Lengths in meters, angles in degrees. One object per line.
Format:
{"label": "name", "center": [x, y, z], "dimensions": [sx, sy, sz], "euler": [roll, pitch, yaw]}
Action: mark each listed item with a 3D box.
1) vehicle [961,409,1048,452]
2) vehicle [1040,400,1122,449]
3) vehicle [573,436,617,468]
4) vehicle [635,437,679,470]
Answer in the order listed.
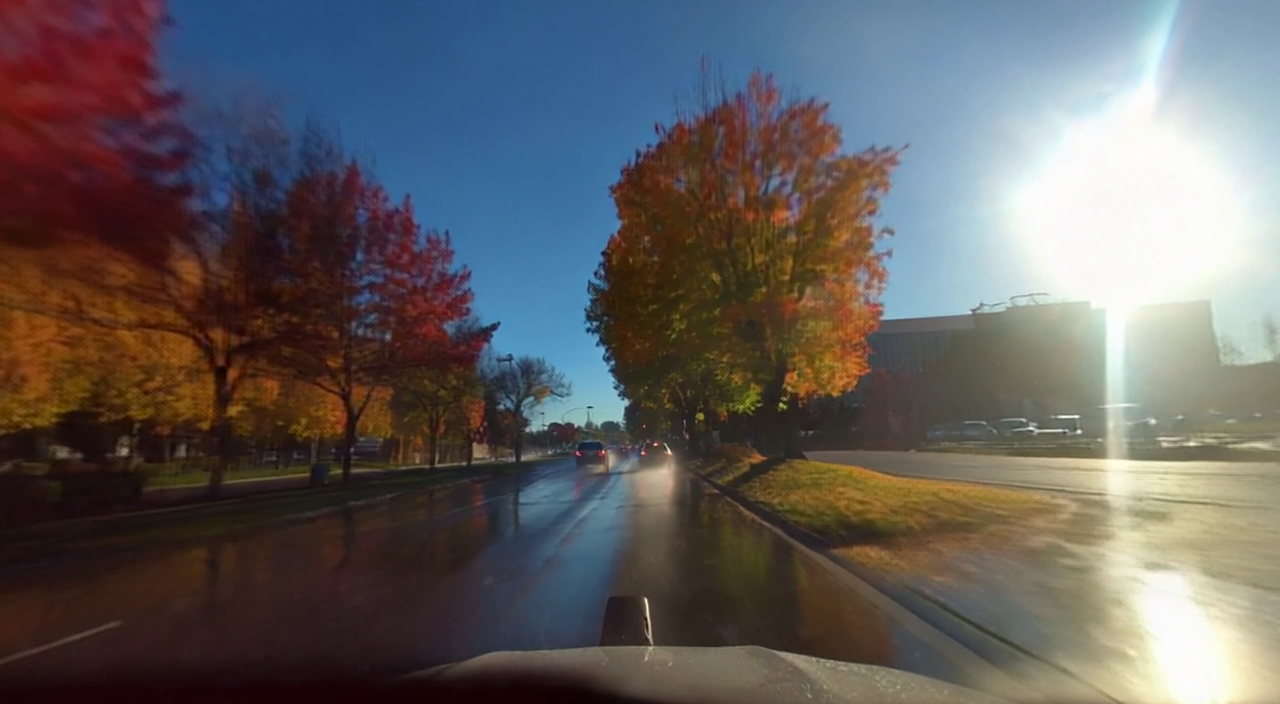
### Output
{"label": "vehicle", "center": [23.343, 5.089, 40.502], "dimensions": [4.440, 2.545, 2.105], "euler": [-6, -10, 24]}
{"label": "vehicle", "center": [23.259, 3.866, 33.307], "dimensions": [2.673, 2.486, 2.062], "euler": [0, -8, -1]}
{"label": "vehicle", "center": [-2.494, 5.660, 35.837], "dimensions": [2.197, 1.709, 4.069], "euler": [0, -8, 1]}
{"label": "vehicle", "center": [0.821, 4.990, 31.109], "dimensions": [2.040, 1.493, 3.682], "euler": [0, -8, 1]}
